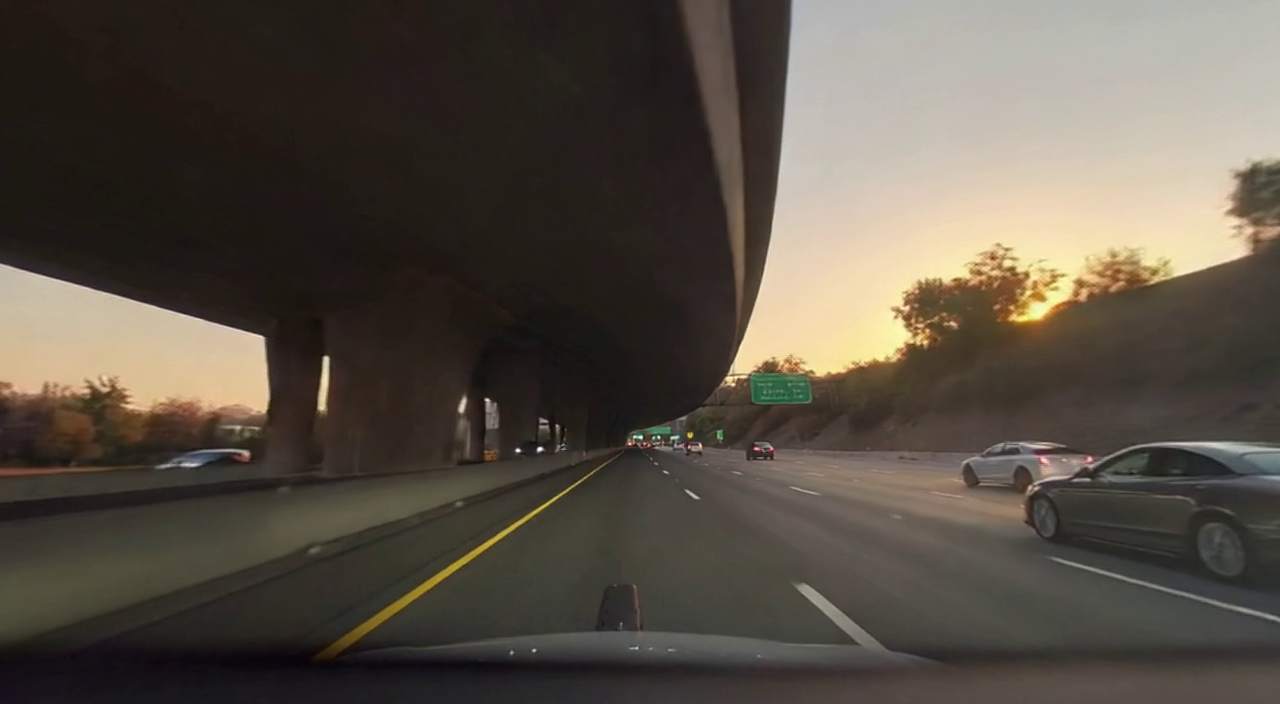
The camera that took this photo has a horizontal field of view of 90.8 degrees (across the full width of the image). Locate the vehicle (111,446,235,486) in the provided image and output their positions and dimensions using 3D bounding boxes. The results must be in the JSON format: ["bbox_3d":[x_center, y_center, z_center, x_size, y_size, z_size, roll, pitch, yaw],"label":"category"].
[{"bbox_3d":[-21.593,5.250,29.527,2.042,1.678,4.775,0,-8,1],"label":"vehicle"}]

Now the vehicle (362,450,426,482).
[{"bbox_3d":[-12.975,5.988,33.553,1.847,1.471,4.257,0,-8,-2],"label":"vehicle"}]

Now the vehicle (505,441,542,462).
[{"bbox_3d":[-8.944,7.627,48.799,1.884,1.485,4.376,0,-8,1],"label":"vehicle"}]

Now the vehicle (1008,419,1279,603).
[{"bbox_3d":[6.071,1.477,6.421,1.821,1.470,4.633,0,-8,0],"label":"vehicle"}]
